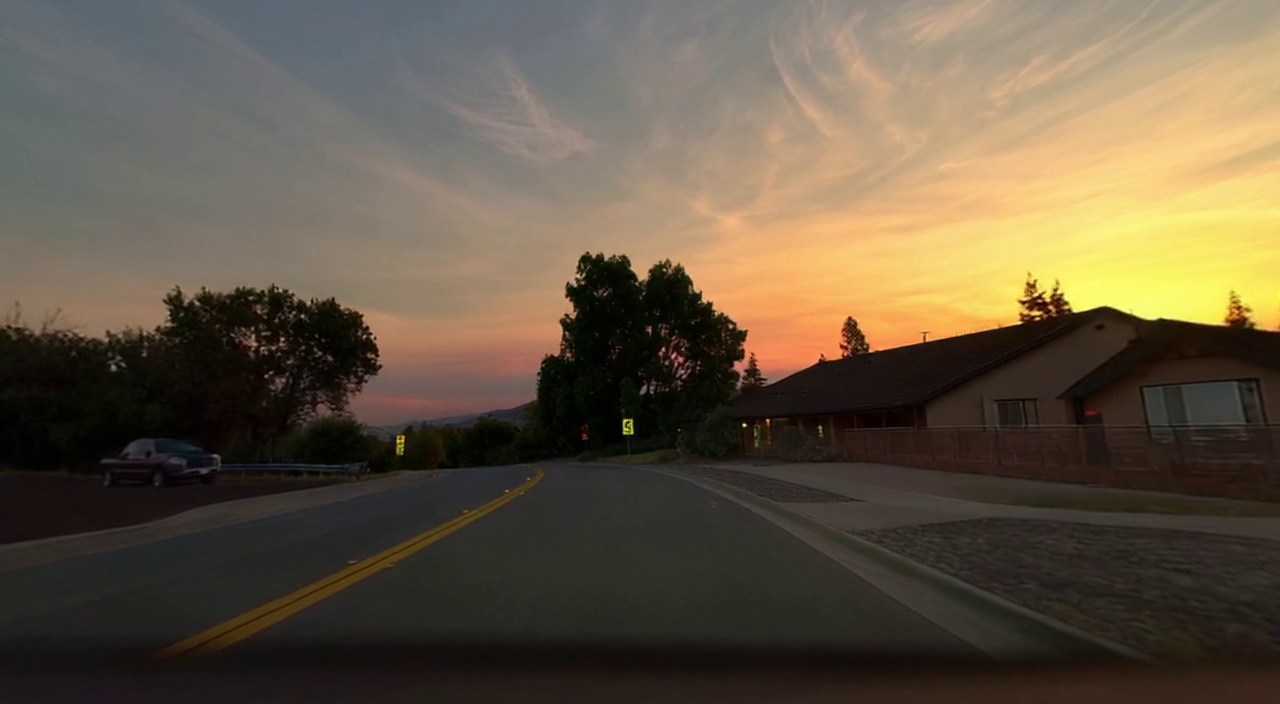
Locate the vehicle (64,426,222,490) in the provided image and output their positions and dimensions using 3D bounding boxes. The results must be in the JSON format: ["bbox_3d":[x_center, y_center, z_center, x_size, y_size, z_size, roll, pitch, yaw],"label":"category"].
[{"bbox_3d":[-17.185,3.644,21.819,4.699,1.996,2.116,-4,-9,23],"label":"vehicle"}]
